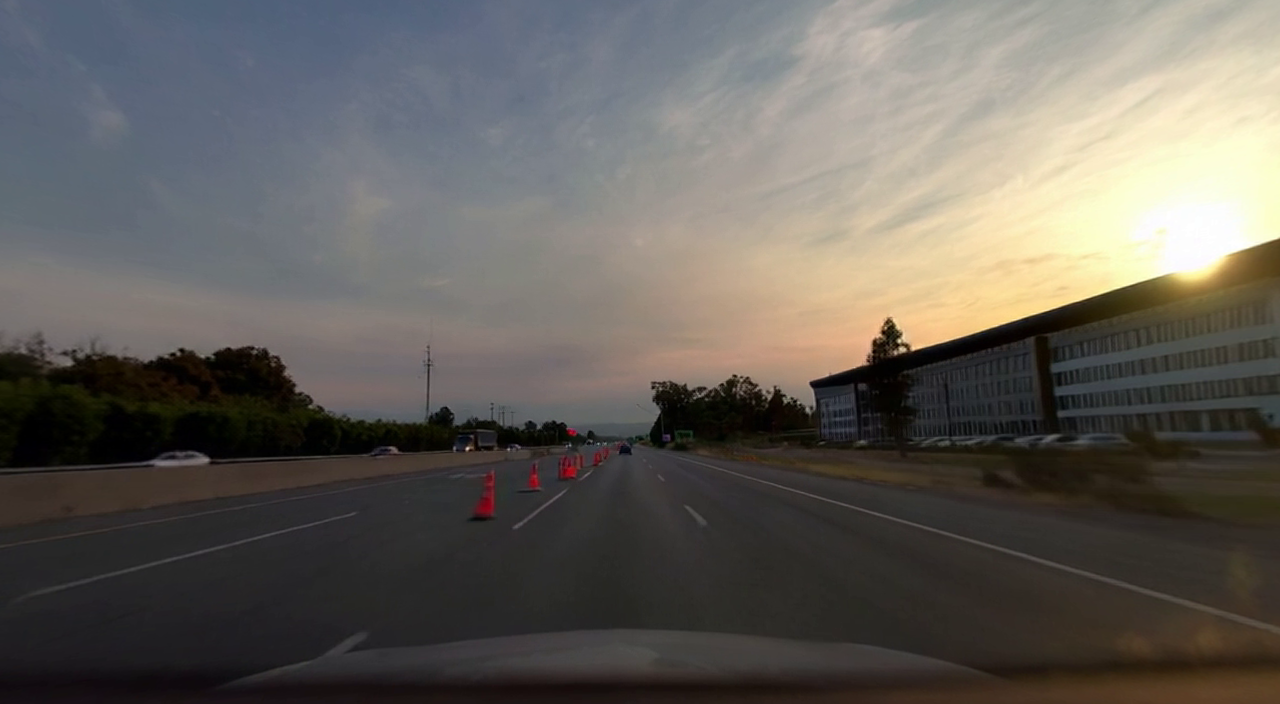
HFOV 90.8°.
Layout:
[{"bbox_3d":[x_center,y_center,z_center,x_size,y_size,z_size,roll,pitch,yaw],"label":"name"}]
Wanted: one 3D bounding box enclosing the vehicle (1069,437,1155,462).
[{"bbox_3d":[30.345,6.269,40.682,4.050,1.484,1.837,-1,-9,0],"label":"vehicle"}]
